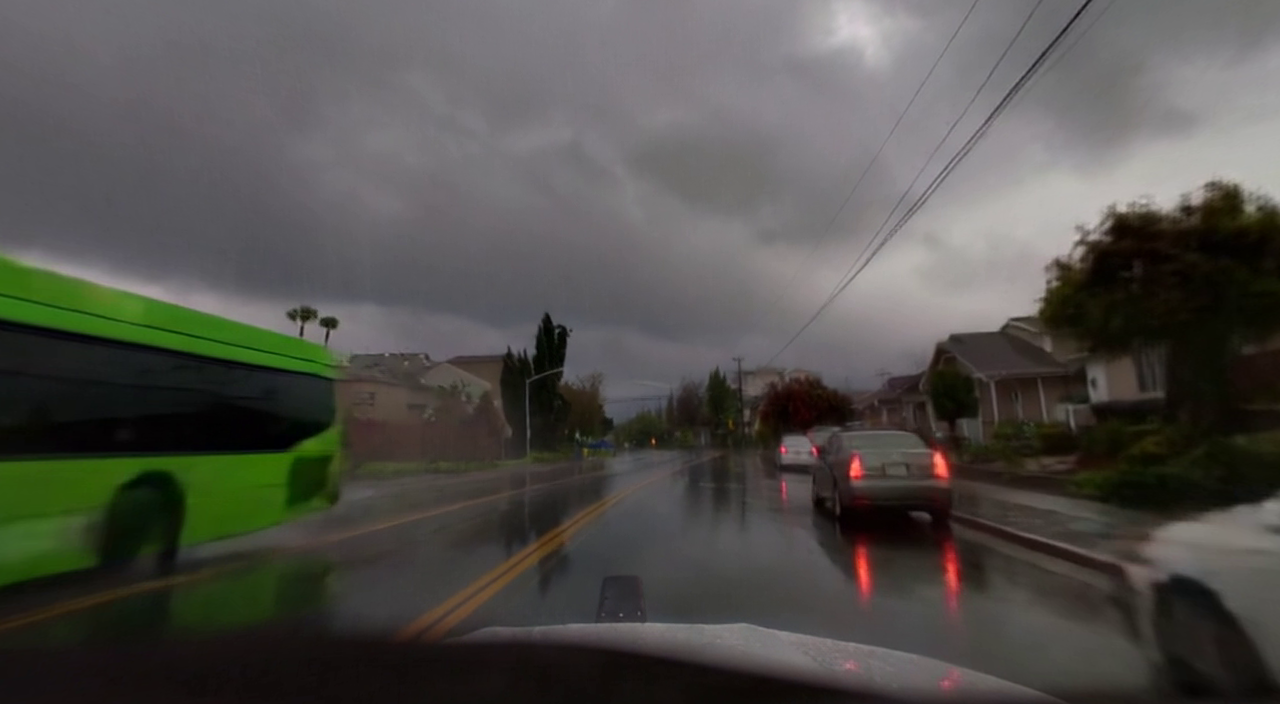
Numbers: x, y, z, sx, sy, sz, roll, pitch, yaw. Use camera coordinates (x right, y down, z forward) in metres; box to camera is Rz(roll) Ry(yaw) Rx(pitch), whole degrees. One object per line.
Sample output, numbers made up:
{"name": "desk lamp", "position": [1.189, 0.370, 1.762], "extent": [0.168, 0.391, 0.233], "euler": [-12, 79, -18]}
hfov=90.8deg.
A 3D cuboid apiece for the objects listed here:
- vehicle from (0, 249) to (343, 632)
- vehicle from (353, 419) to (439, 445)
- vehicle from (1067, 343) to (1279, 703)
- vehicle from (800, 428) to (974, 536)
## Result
{"name": "vehicle", "position": [-7.213, 0.580, 4.205], "extent": [3.577, 3.168, 13.108], "euler": [-1, -9, 3]}
{"name": "vehicle", "position": [-14.644, 4.835, 38.048], "extent": [4.407, 1.478, 1.973], "euler": [-2, -9, 11]}
{"name": "vehicle", "position": [3.080, 0.633, 1.123], "extent": [1.984, 1.601, 3.994], "euler": [-1, -8, 4]}
{"name": "vehicle", "position": [3.820, 2.037, 10.470], "extent": [1.665, 1.425, 3.727], "euler": [-1, -8, 5]}
